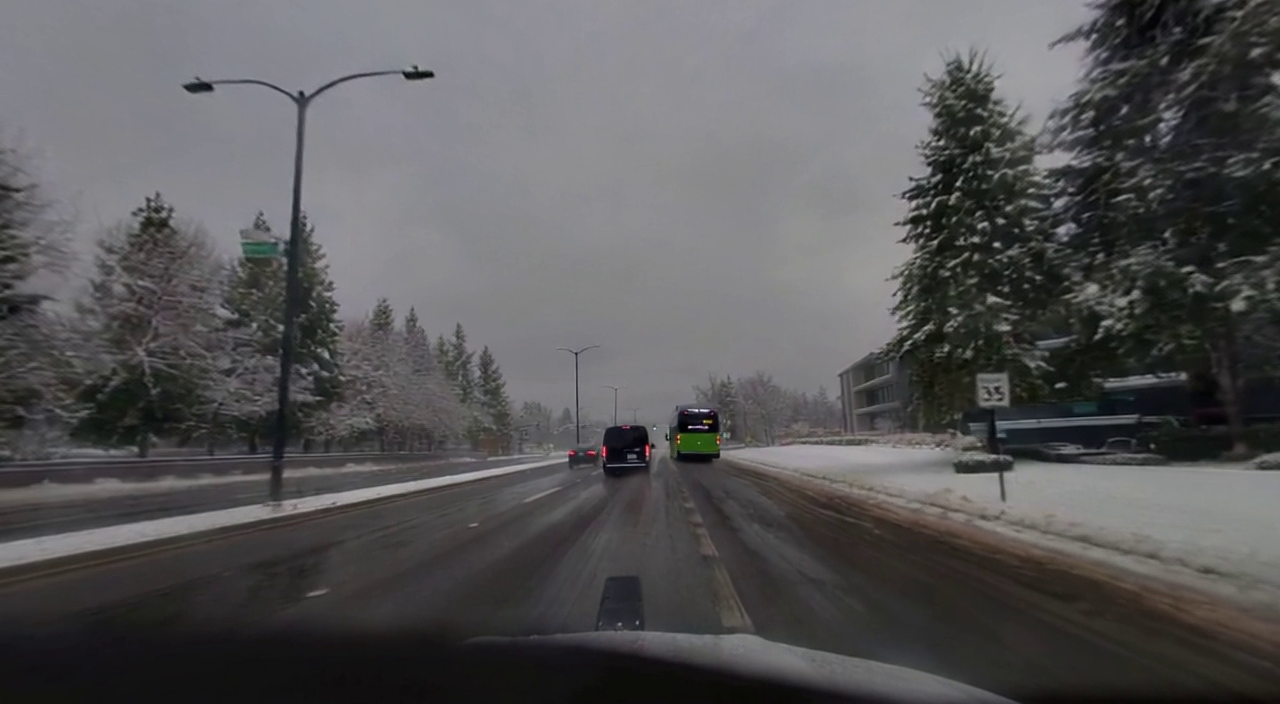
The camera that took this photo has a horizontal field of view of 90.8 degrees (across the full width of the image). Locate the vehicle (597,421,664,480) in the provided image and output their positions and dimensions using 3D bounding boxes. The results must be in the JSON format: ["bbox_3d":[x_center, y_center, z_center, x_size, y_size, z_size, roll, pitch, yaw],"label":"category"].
[{"bbox_3d":[-0.259,3.978,25.708,2.336,2.122,5.207,-1,-8,3],"label":"vehicle"}]

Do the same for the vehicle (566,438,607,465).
[{"bbox_3d":[-3.389,6.451,41.029,2.109,1.672,4.256,-1,-8,3],"label":"vehicle"}]
